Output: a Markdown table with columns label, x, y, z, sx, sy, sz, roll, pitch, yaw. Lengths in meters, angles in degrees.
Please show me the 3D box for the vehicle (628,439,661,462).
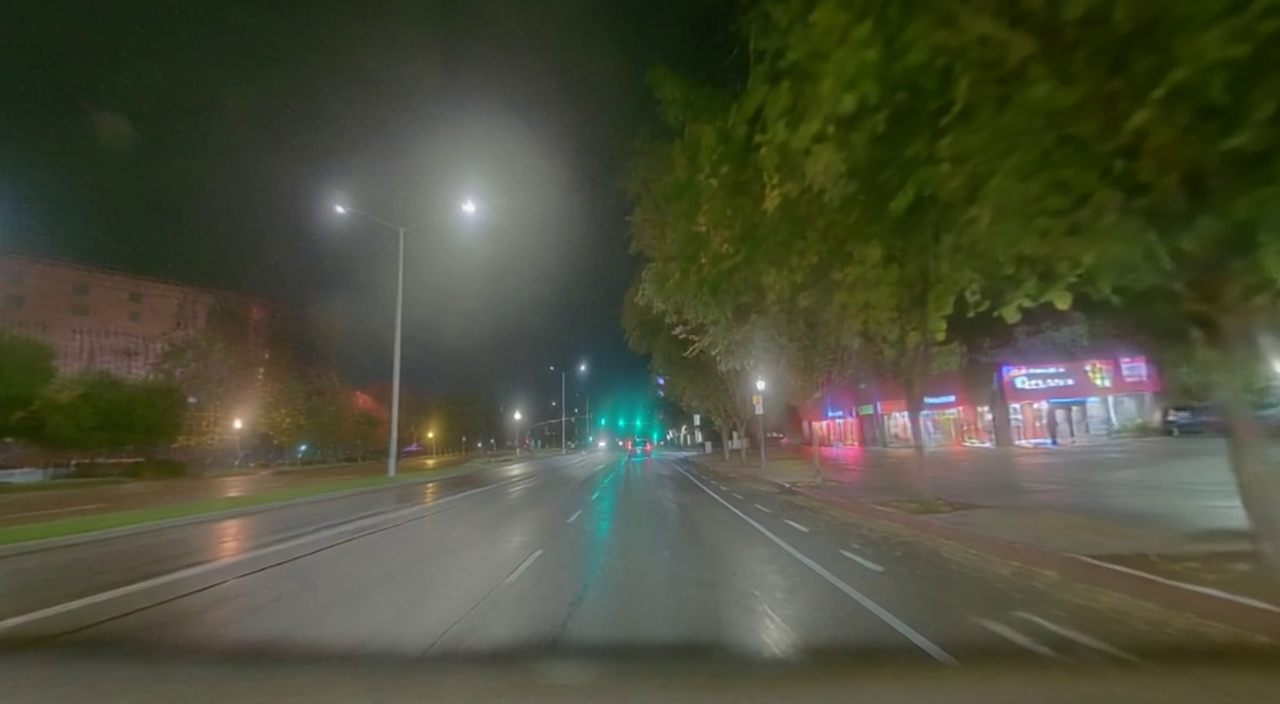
| label | x | y | z | sx | sy | sz | roll | pitch | yaw |
| --- | --- | --- | --- | --- | --- | --- | --- | --- | --- |
| vehicle | 0.249 | 6.604 | 42.388 | 2.115 | 1.461 | 3.976 | 0 | -8 | -1 |
